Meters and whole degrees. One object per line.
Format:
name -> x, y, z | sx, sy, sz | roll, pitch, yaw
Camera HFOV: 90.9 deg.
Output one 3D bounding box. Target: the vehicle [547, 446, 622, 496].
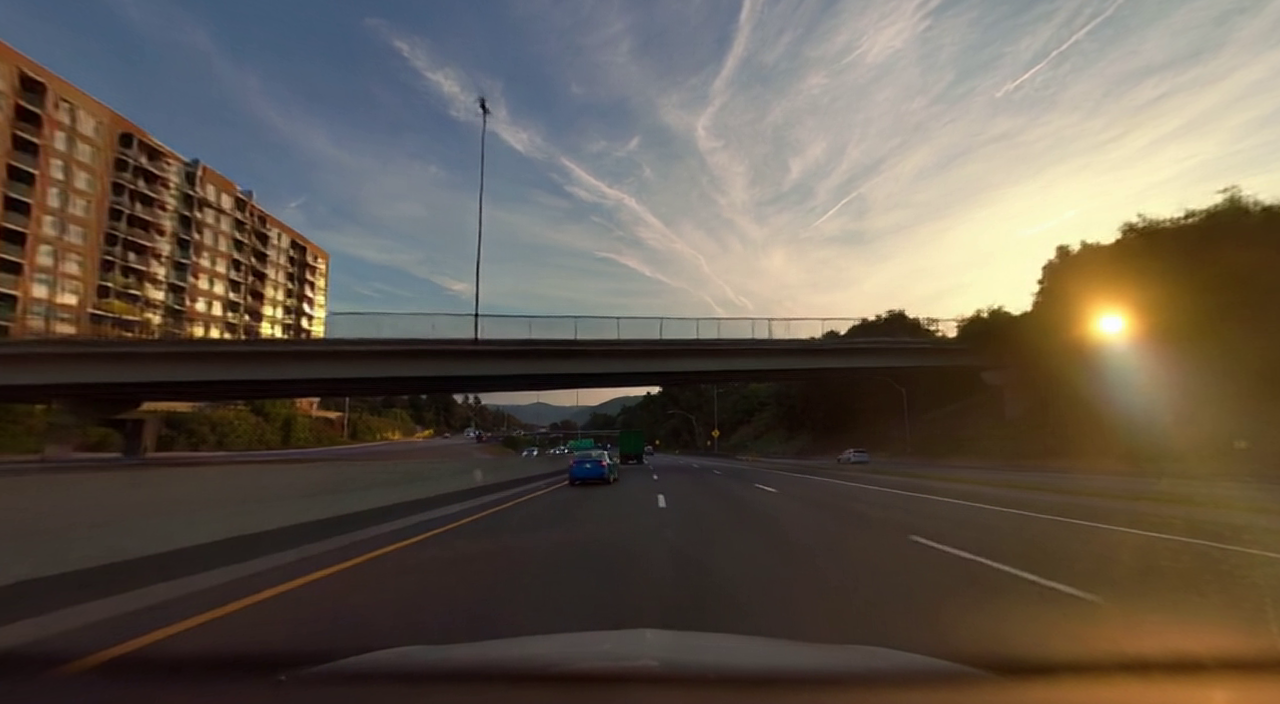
vehicle -> -1.746, 3.981, 21.426 | 2.039, 1.478, 4.483 | 0, -9, 2
